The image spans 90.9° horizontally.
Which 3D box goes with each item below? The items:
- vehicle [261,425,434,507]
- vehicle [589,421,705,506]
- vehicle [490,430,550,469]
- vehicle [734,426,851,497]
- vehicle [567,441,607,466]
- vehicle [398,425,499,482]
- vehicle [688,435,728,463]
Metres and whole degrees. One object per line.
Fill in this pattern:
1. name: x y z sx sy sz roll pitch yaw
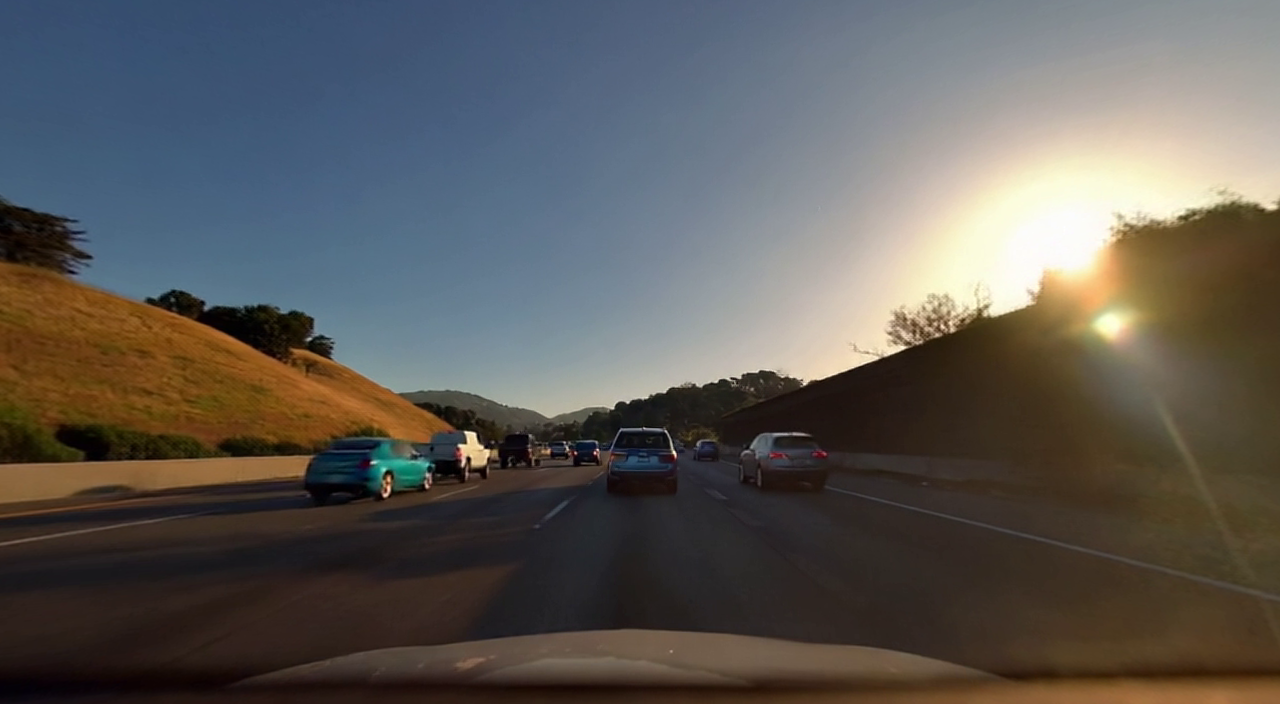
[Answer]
1. vehicle: -6.869 2.727 15.480 2.024 1.706 4.462 0 -9 1
2. vehicle: 0.165 2.693 15.586 2.447 1.804 4.273 0 -9 0
3. vehicle: -6.572 5.439 35.287 2.294 1.982 5.040 0 -9 1
4. vehicle: 4.084 3.032 17.800 2.092 1.723 4.629 0 -9 -1
5. vehicle: -3.237 6.277 39.135 2.108 1.442 4.143 0 -9 0
6. vehicle: -7.159 3.873 24.296 2.230 1.928 5.112 0 -9 1
7. vehicle: 4.774 6.952 45.161 2.204 1.852 5.845 0 -9 0
